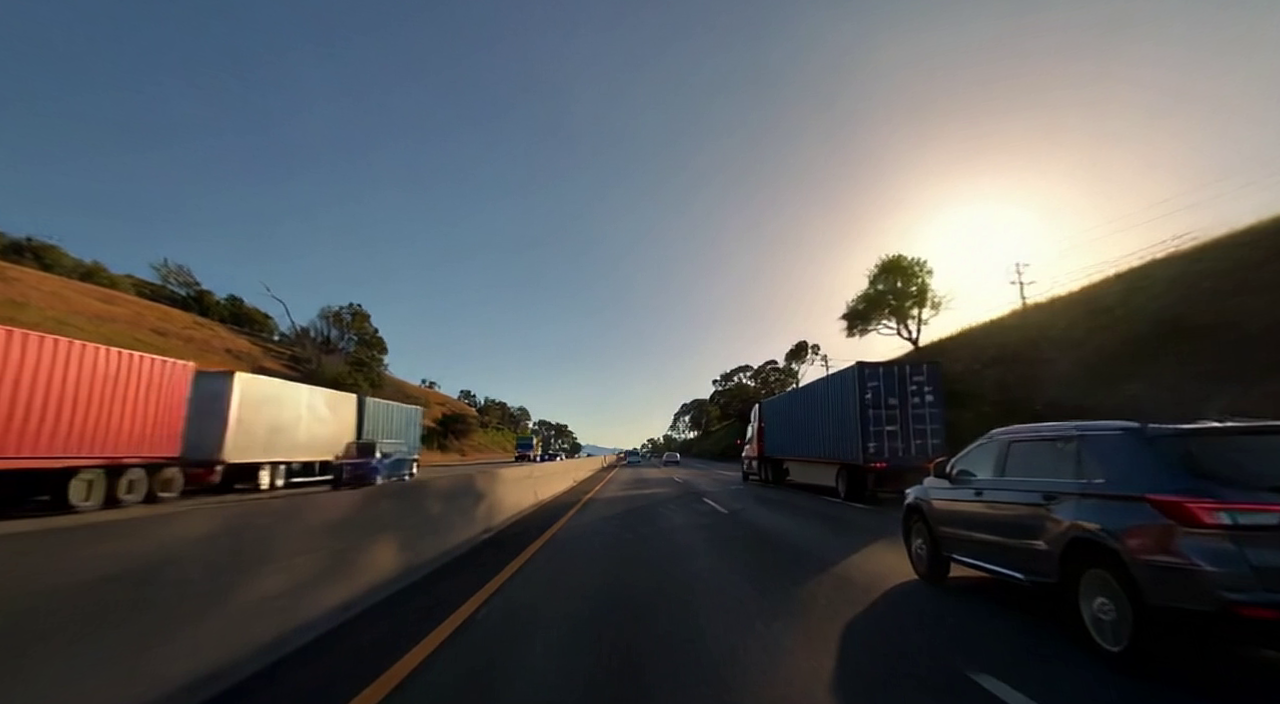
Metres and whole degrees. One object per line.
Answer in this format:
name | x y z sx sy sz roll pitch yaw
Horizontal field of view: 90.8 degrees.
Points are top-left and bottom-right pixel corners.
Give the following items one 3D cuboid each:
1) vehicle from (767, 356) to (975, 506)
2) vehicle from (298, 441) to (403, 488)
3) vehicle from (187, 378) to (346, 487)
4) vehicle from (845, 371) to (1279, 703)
vehicle | 7.692 3.191 24.152 2.882 4.109 13.567 0 -9 0
vehicle | -11.138 4.344 24.679 2.026 1.657 4.362 0 -9 0
vehicle | -15.227 3.418 26.378 2.914 4.017 5.846 0 -9 0
vehicle | 3.385 1.243 4.682 2.130 1.658 4.537 0 -9 -1
